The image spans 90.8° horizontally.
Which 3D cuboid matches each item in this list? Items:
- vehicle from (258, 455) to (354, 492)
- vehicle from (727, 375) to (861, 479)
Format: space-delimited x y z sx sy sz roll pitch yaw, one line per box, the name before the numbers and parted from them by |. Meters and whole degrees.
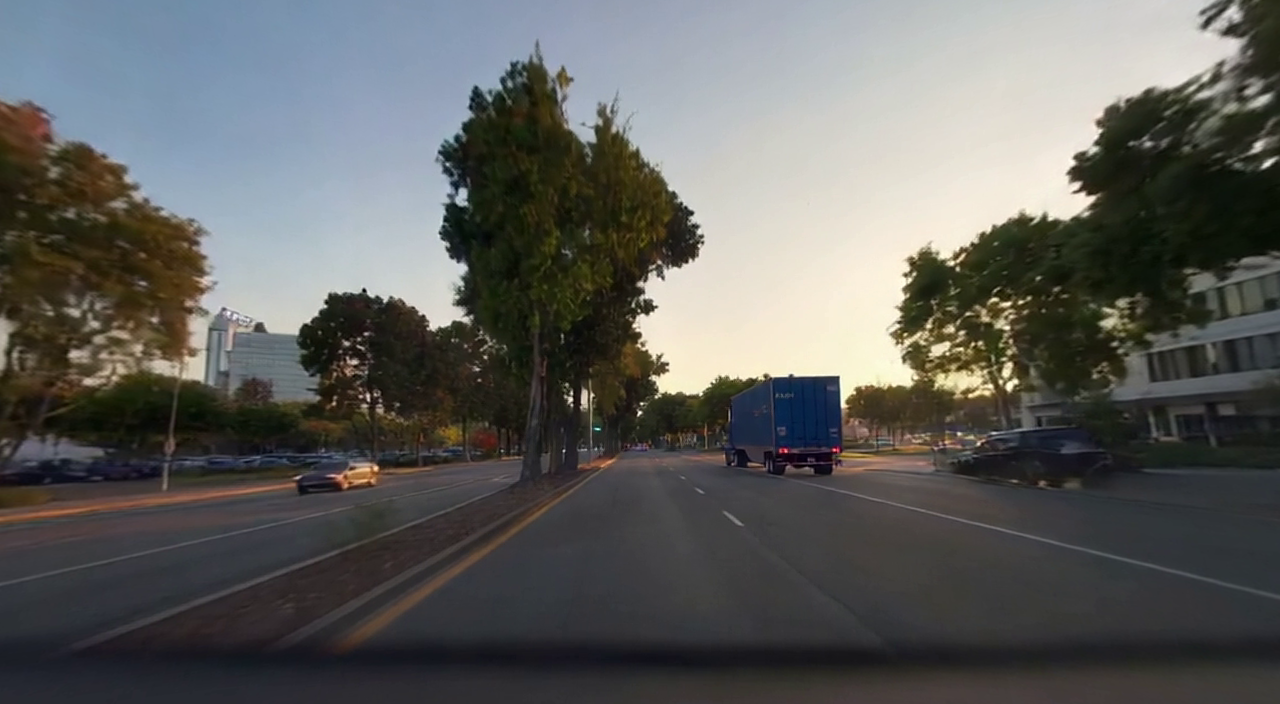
vehicle | -15.467 5.637 29.582 1.901 1.487 4.711 0 -9 0
vehicle | 6.411 3.584 28.891 3.120 3.794 11.510 0 -8 -1
